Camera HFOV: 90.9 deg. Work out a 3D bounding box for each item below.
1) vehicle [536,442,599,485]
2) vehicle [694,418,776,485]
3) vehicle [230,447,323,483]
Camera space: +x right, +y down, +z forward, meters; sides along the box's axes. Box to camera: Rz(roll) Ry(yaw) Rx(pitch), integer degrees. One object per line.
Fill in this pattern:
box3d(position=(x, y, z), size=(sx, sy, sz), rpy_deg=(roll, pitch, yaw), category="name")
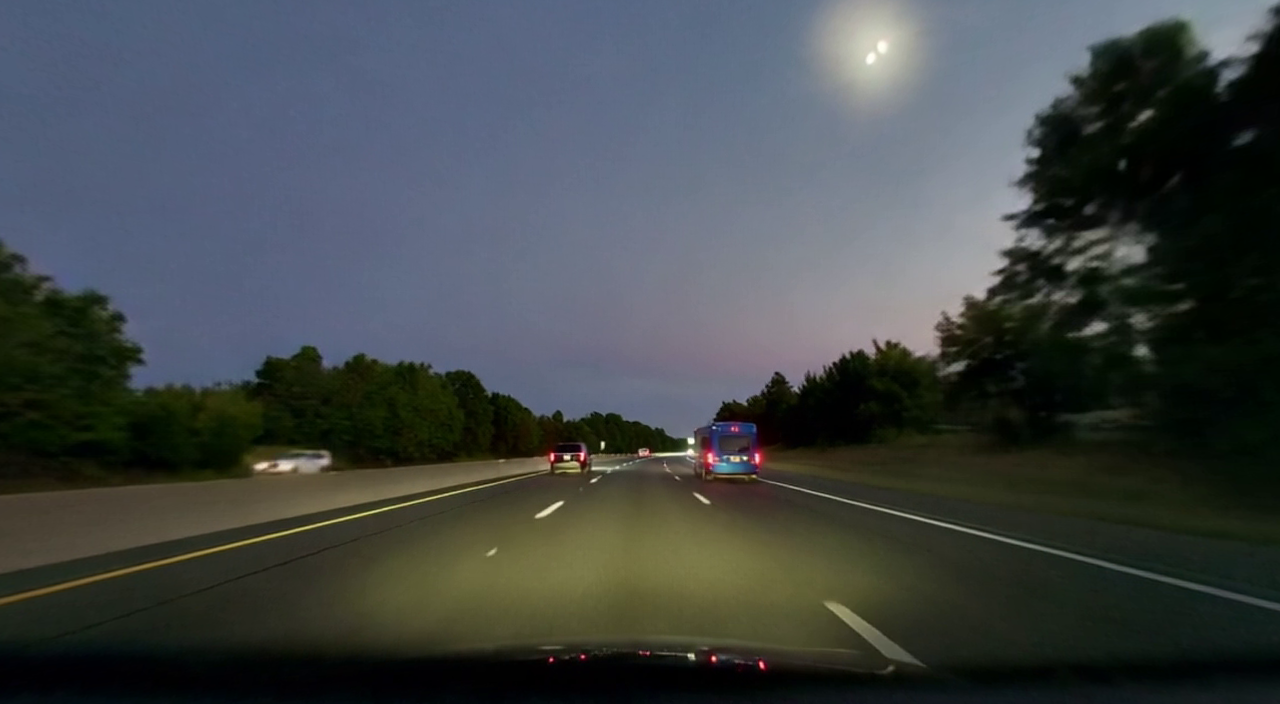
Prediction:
box3d(position=(-2.938, 4.664, 26.677), size=(2.020, 1.619, 4.690), rpy_deg=(0, -9, 1), category="vehicle")
box3d(position=(4.040, 4.464, 28.330), size=(2.614, 2.655, 6.429), rpy_deg=(0, -9, -1), category="vehicle")
box3d(position=(-20.808, 6.469, 36.390), size=(2.260, 1.868, 5.177), rpy_deg=(0, -9, 0), category="vehicle")
